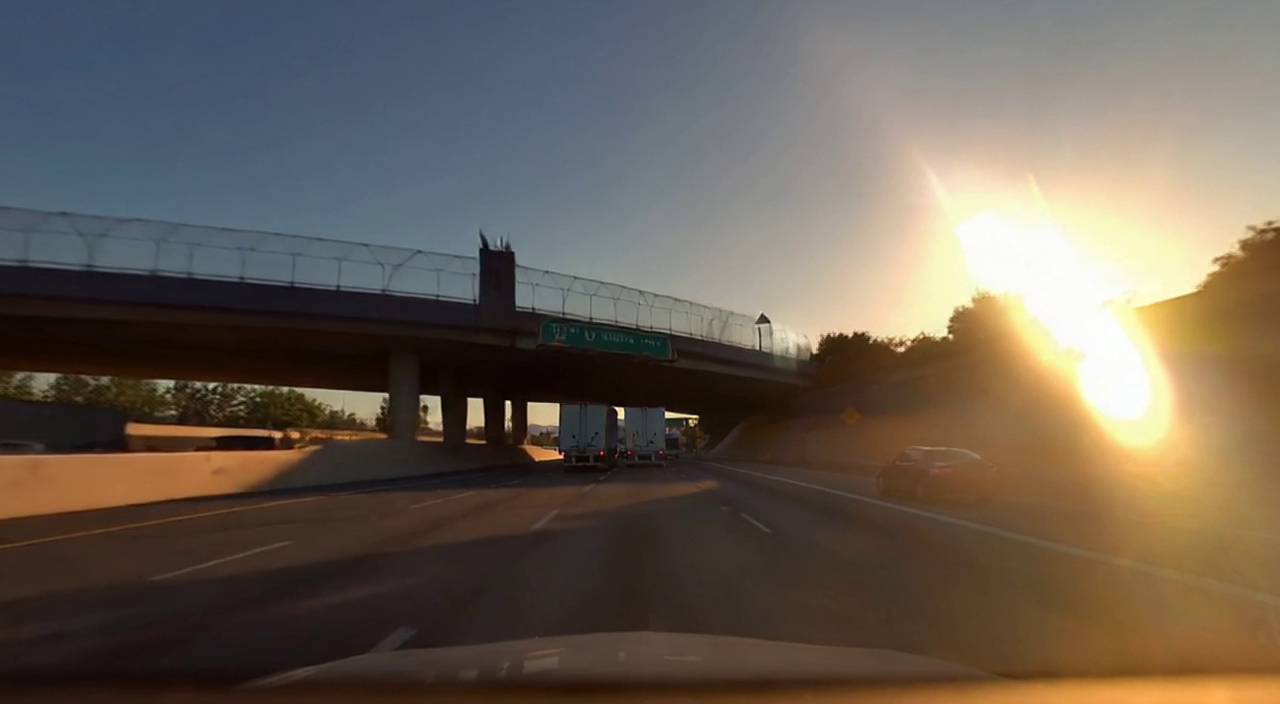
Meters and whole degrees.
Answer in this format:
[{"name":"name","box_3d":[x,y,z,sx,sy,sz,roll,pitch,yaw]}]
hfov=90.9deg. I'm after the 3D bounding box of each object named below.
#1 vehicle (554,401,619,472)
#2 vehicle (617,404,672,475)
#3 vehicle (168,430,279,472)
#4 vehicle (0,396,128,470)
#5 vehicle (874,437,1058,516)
[{"name":"vehicle","box_3d":[-3.250,5.608,41.604,2.962,3.947,11.574,1,-8,1]},{"name":"vehicle","box_3d":[0.219,5.494,40.920,3.054,3.944,11.230,0,-6,0]},{"name":"vehicle","box_3d":[-18.833,4.489,28.759,2.184,1.764,3.974,1,-8,2]},{"name":"vehicle","box_3d":[-36.275,4.395,34.280,2.834,4.008,16.723,1,-8,1]},{"name":"vehicle","box_3d":[7.432,2.839,15.007,1.969,1.560,4.394,1,-8,-1]}]
